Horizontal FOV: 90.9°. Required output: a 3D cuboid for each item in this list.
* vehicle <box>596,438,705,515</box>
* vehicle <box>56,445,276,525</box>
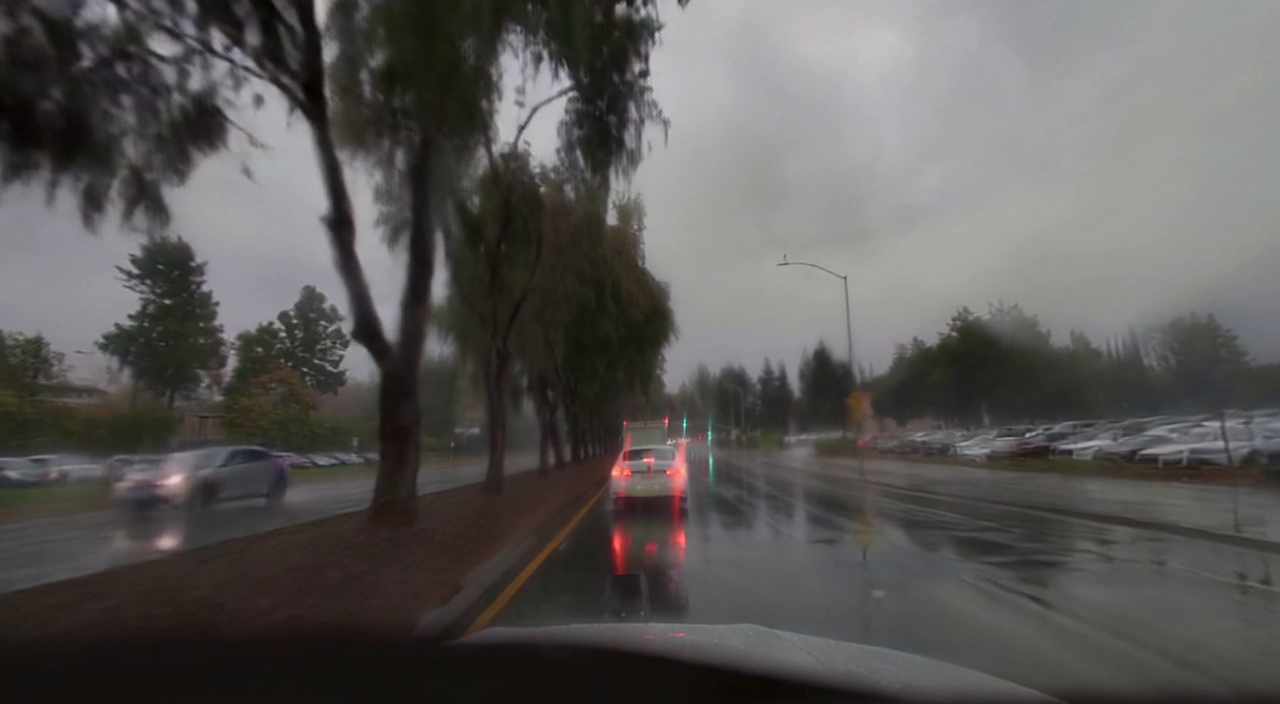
[{"bbox_3d":[0.162,2.701,14.137,2.093,1.442,3.977,0,-9,-1],"label":"vehicle"},{"bbox_3d":[-11.867,3.316,16.338,2.066,1.753,4.559,0,-9,1],"label":"vehicle"}]
